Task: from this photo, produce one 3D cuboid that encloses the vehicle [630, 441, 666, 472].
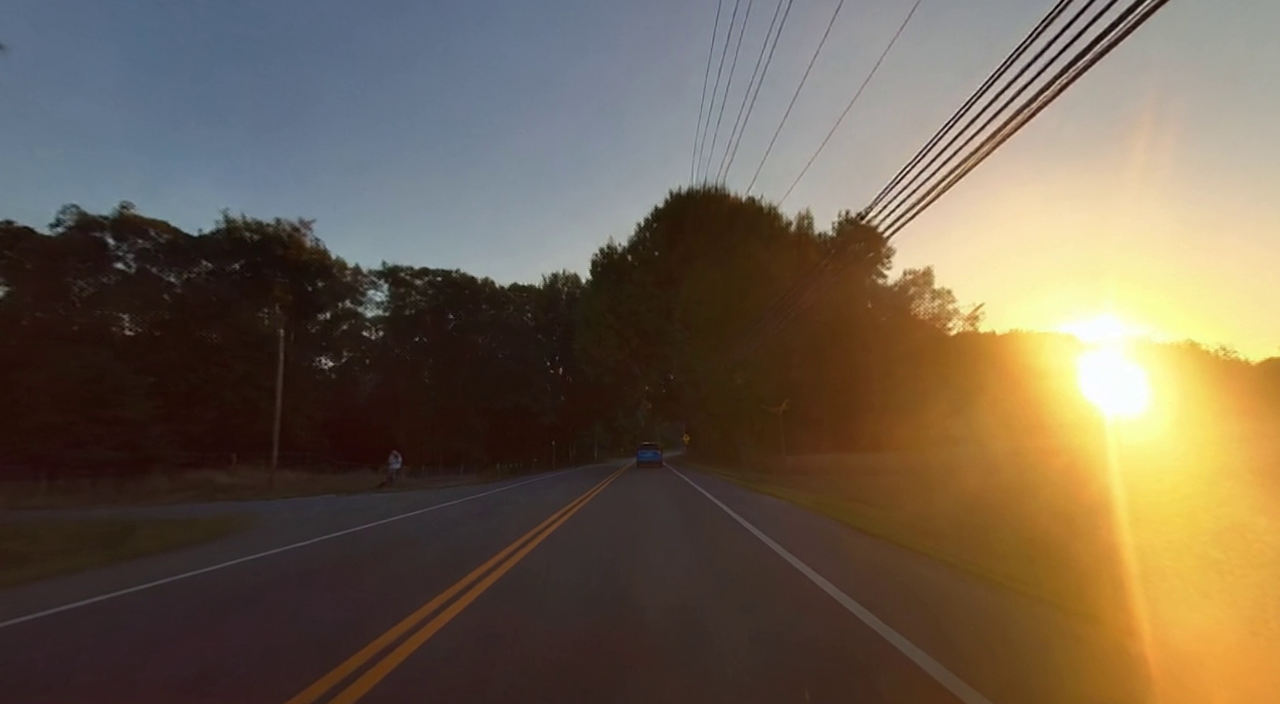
[{"bbox_3d":[0.527,7.545,45.741,2.468,2.056,4.422,0,-9,0],"label":"vehicle"}]
